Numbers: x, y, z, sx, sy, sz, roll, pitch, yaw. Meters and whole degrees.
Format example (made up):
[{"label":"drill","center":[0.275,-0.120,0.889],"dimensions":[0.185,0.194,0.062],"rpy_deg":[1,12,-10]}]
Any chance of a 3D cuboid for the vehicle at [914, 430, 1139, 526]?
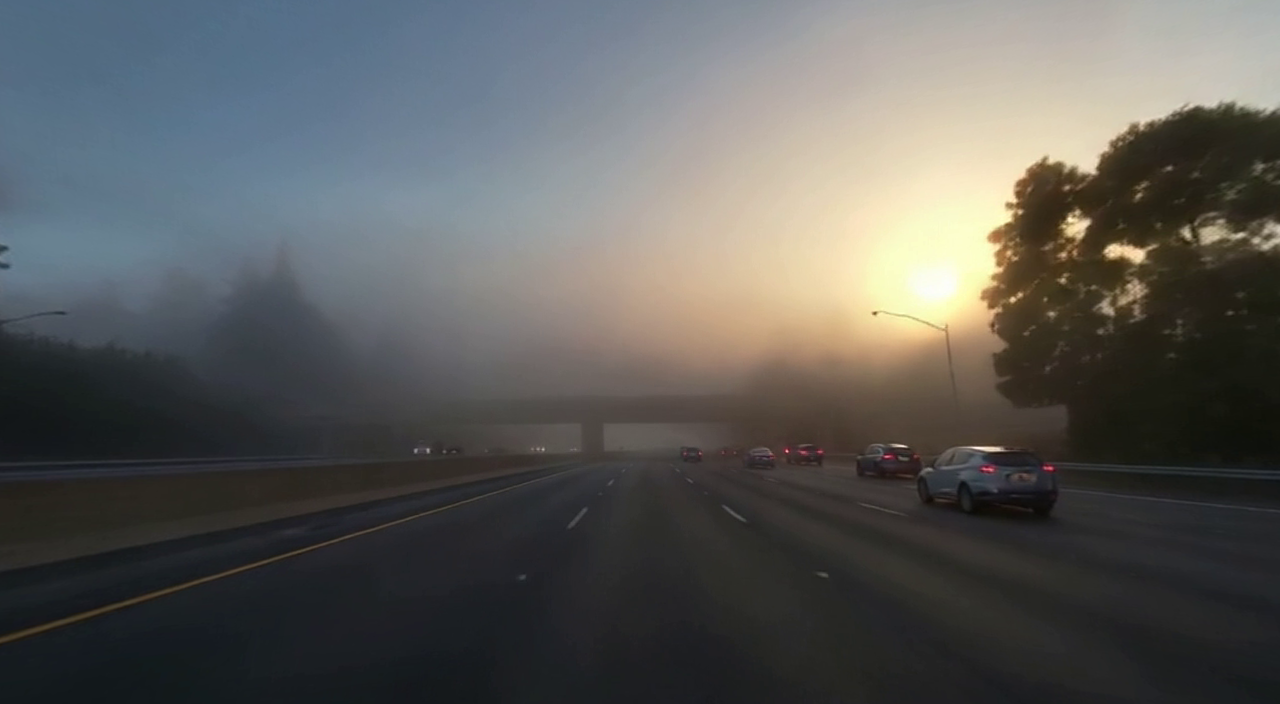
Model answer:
[{"label":"vehicle","center":[7.593,2.487,13.049],"dimensions":[1.862,1.613,4.316],"rpy_deg":[0,-9,0]}]
